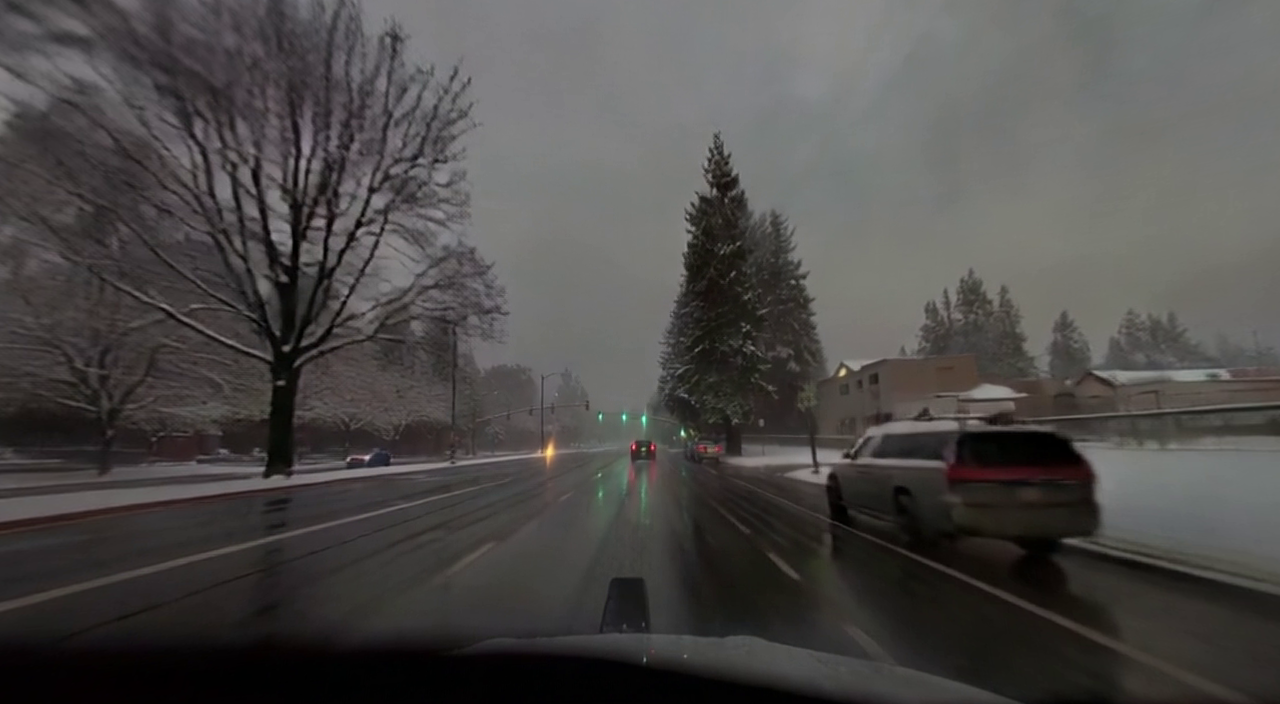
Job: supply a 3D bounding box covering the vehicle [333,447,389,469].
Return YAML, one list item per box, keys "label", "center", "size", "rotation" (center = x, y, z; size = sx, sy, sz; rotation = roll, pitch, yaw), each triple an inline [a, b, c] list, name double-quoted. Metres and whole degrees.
- label: "vehicle"
  center: [-20.707, 7.870, 46.937]
  size: [2.005, 1.470, 4.520]
  rotation: [0, -8, 2]

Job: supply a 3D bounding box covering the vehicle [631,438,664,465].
- label: "vehicle"
  center: [0.506, 6.806, 43.149]
  size: [2.169, 1.751, 4.276]
  rotation: [0, -8, 1]

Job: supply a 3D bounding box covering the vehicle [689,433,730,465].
- label: "vehicle"
  center: [4.833, 6.814, 44.535]
  size: [2.162, 2.080, 6.515]
  rotation: [0, -8, 0]

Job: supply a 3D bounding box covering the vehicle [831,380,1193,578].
- label: "vehicle"
  center: [4.118, 1.493, 8.067]
  size: [2.109, 1.838, 4.204]
  rotation: [0, -8, 2]
